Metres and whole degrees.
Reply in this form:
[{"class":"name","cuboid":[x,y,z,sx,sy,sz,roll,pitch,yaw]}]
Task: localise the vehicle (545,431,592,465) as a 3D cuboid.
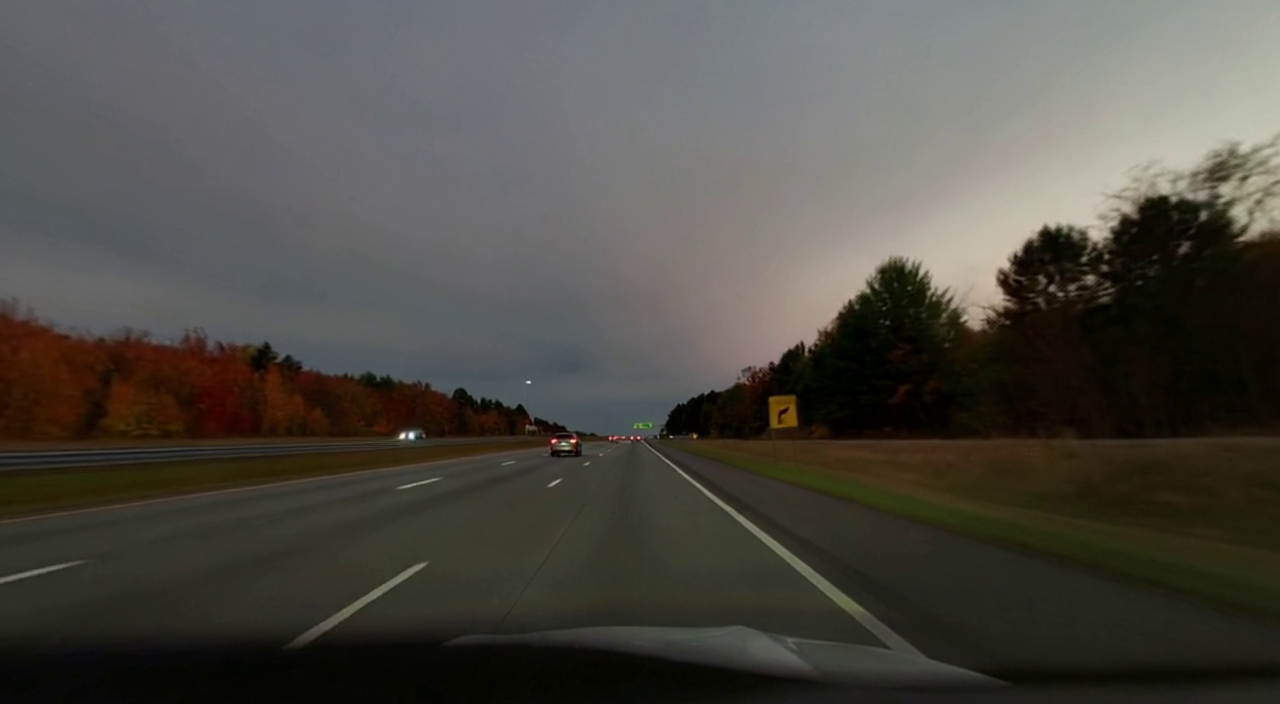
[{"class":"vehicle","cuboid":[-3.714,5.087,33.564,2.057,1.666,4.552,0,-8,-1]}]
